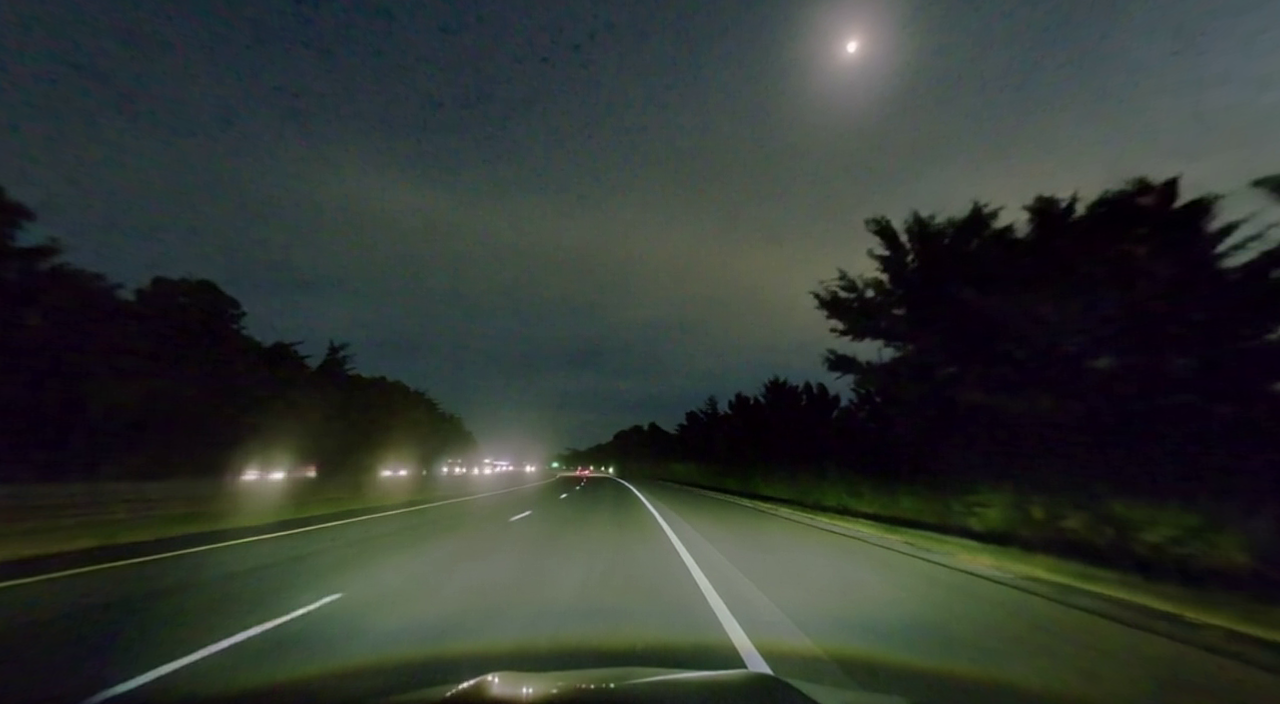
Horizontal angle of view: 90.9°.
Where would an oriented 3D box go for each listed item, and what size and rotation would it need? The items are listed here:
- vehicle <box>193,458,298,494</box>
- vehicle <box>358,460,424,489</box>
[{"bbox_3d":[-17.546,5.559,28.331,1.837,1.433,4.435,1,-11,0],"label":"vehicle"},{"bbox_3d":[-14.123,6.969,36.043,1.976,1.500,4.617,1,-11,-1],"label":"vehicle"}]
